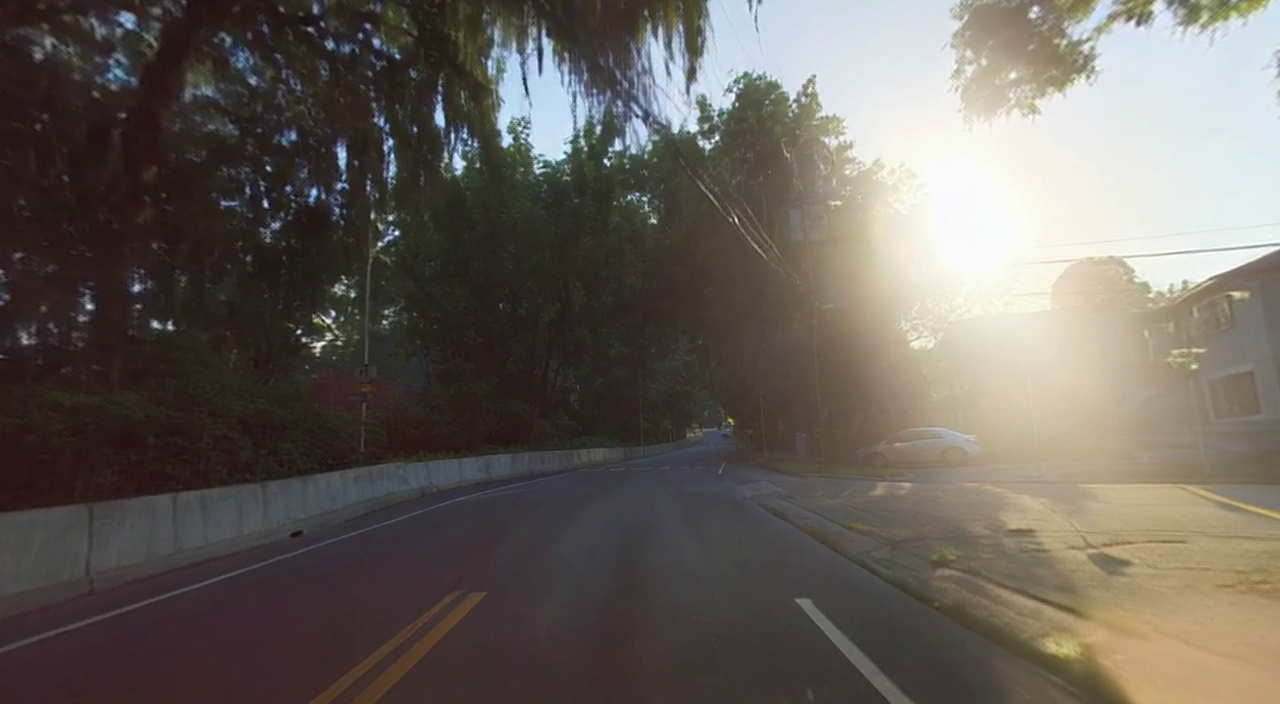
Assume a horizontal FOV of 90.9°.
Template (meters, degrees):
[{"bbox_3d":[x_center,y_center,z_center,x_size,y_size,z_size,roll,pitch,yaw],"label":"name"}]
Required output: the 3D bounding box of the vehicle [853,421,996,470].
[{"bbox_3d":[10.862,3.600,24.354,4.614,1.764,1.860,0,-8,6],"label":"vehicle"}]
